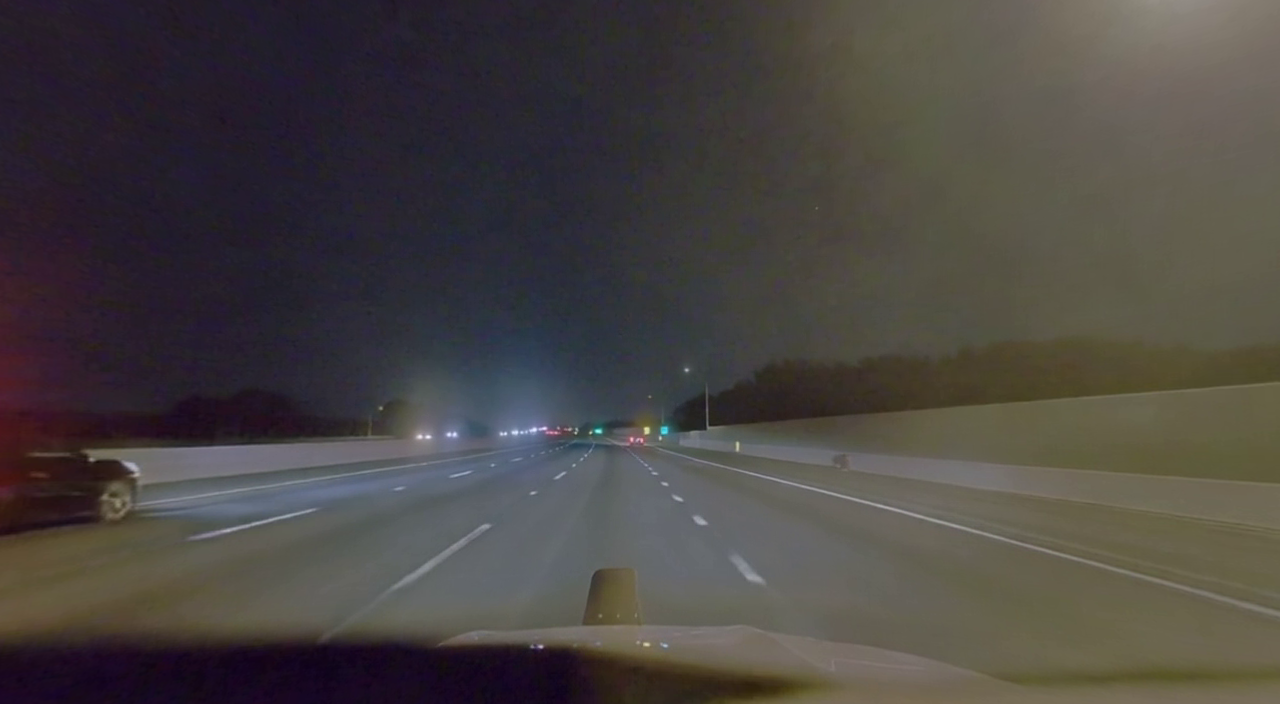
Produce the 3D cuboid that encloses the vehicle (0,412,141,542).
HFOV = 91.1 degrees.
[{"bbox_3d":[-8.624,1.472,7.278,1.828,1.549,4.846,0,-8,-2],"label":"vehicle"}]
